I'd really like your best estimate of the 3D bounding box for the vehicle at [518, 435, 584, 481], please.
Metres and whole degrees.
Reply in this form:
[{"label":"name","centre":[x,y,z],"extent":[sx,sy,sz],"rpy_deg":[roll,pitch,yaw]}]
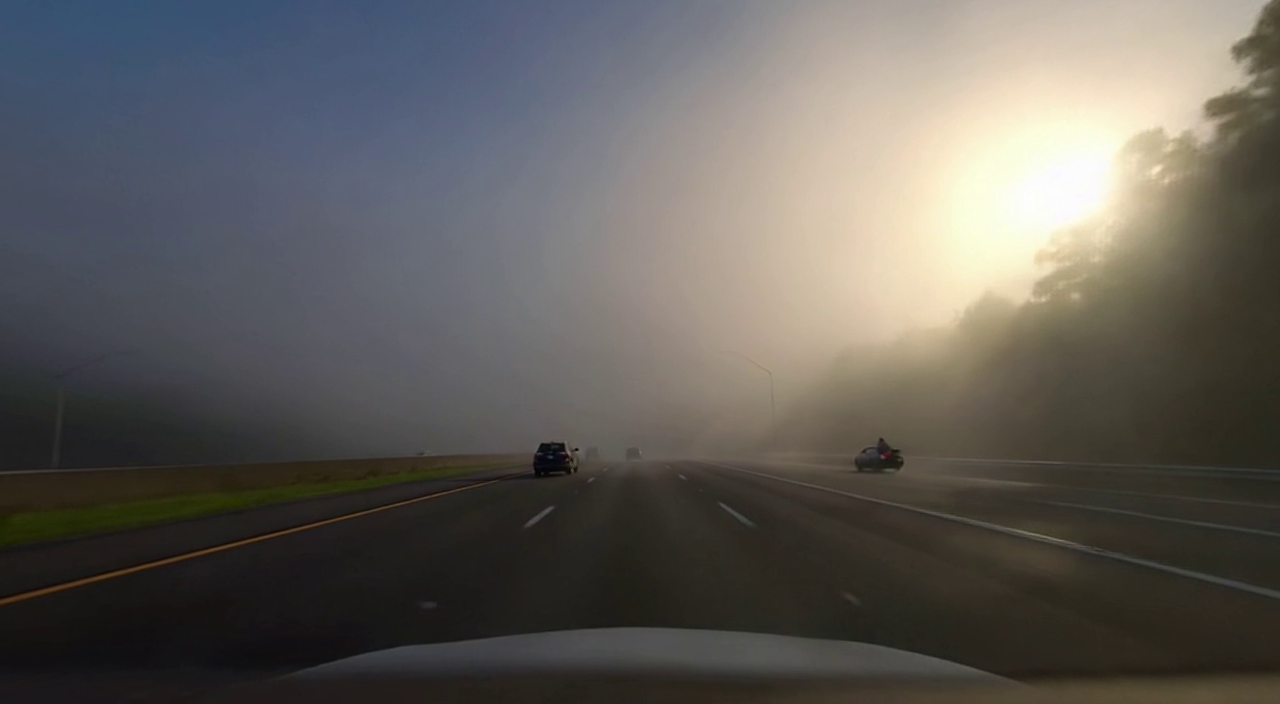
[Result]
[{"label":"vehicle","centre":[-3.663,4.472,26.869],"extent":[2.114,1.774,4.427],"rpy_deg":[0,-9,0]}]
